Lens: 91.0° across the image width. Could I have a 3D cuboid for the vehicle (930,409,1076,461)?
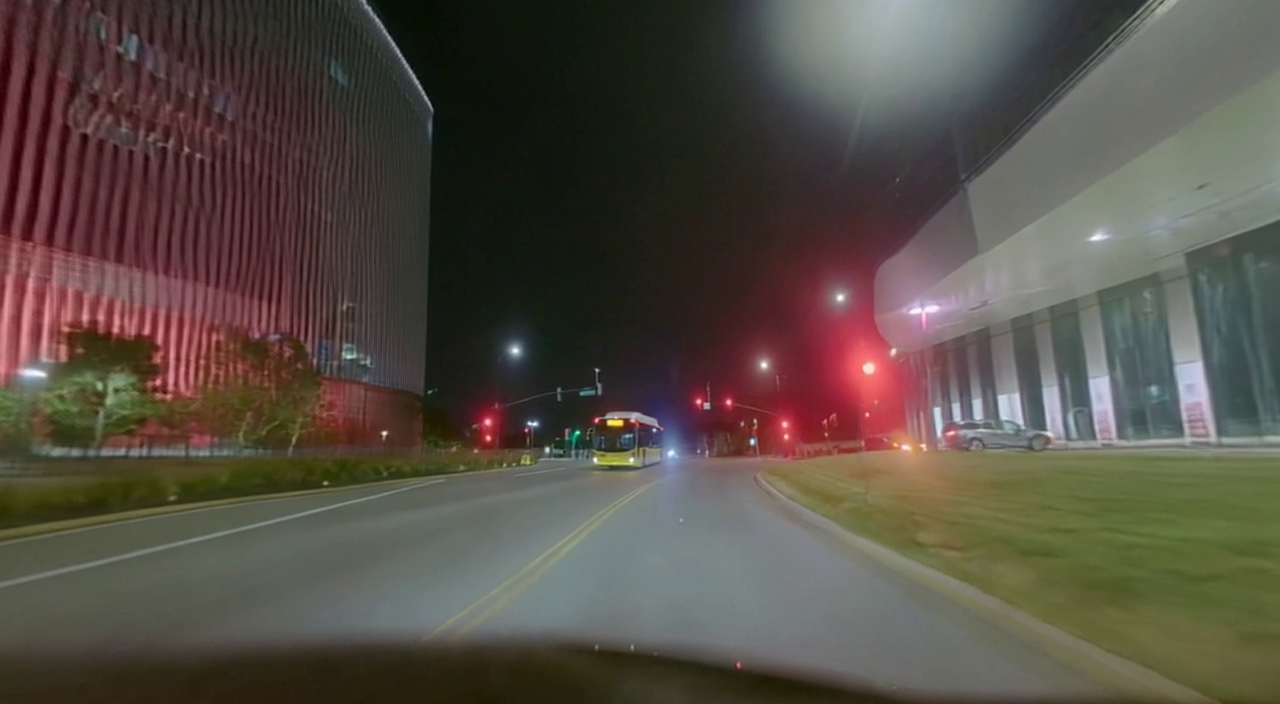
[{"bbox_3d":[15.110,3.533,26.512,4.647,1.951,2.304,-3,-9,8],"label":"vehicle"}]
